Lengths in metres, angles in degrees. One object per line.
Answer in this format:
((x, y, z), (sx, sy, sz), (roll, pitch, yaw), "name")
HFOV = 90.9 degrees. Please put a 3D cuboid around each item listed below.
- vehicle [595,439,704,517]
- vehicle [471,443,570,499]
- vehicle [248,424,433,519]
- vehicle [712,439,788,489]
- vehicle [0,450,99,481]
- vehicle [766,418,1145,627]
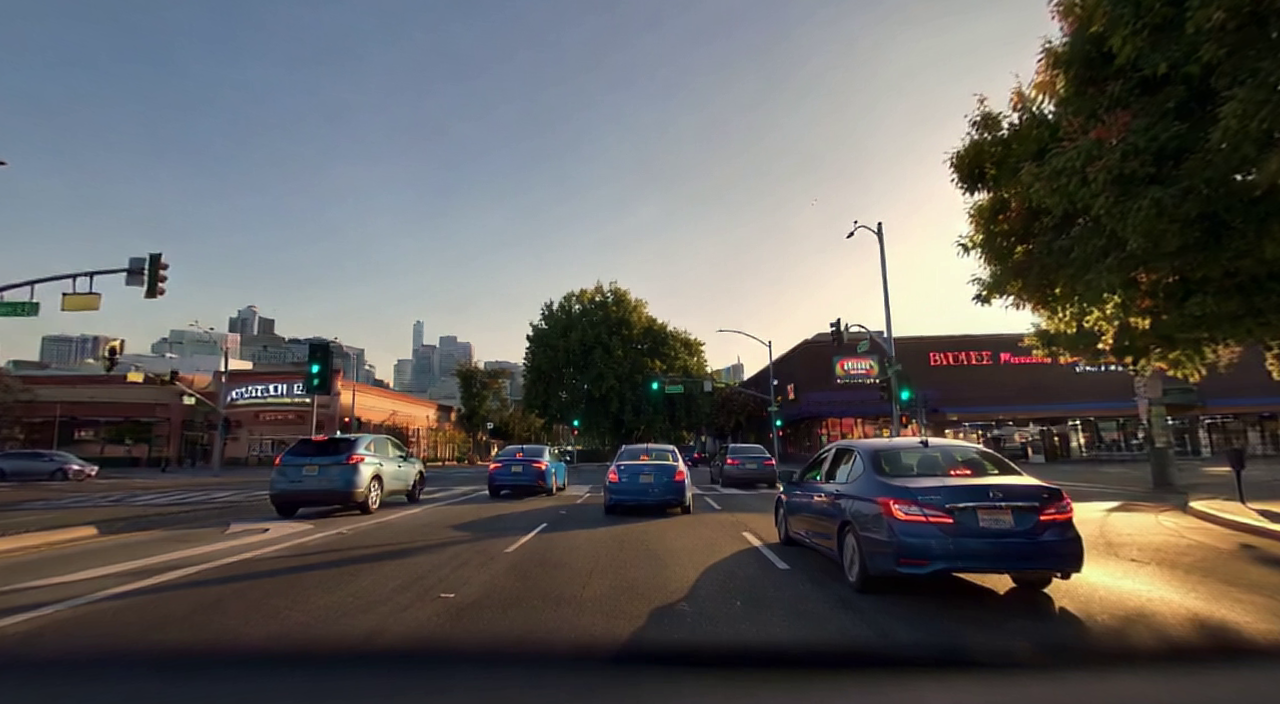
((0.217, 2.719, 14.140), (2.070, 1.460, 4.118), (0, -8, 1), "vehicle")
((-3.422, 3.484, 18.919), (2.040, 1.471, 4.211), (-1, -8, 2), "vehicle")
((-6.561, 2.654, 14.519), (2.058, 1.804, 4.391), (0, -8, 0), "vehicle")
((3.709, 3.863, 22.058), (1.931, 1.552, 4.125), (0, -8, 0), "vehicle")
((-30.255, 5.685, 31.670), (4.315, 1.485, 1.822), (0, -8, -2), "vehicle")
((2.733, 1.562, 6.760), (1.946, 1.513, 4.133), (0, -8, 1), "vehicle")
